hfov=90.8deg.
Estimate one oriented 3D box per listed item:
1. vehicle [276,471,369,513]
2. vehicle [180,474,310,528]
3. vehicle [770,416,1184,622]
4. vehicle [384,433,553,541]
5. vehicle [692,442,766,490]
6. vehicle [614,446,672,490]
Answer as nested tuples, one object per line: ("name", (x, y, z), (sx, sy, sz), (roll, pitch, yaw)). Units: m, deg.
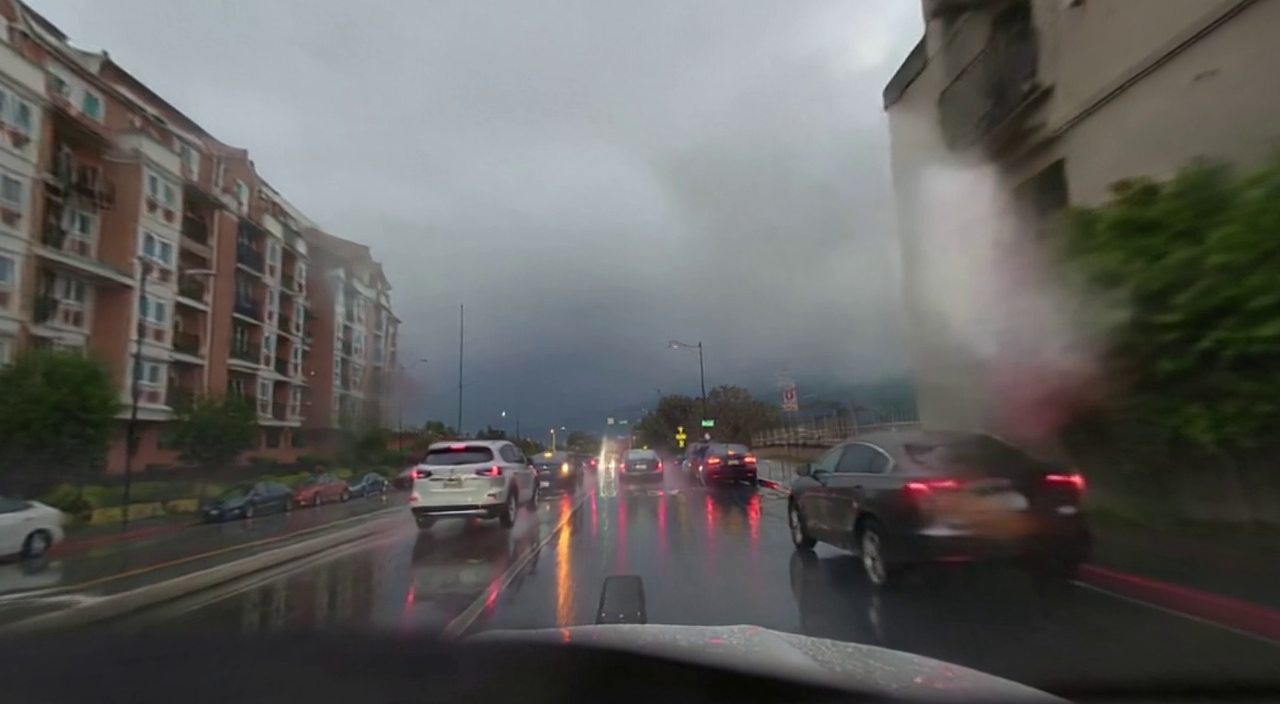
("vehicle", (-13.808, 6.103, 27.810), (1.752, 1.479, 4.575), (0, -8, 0))
("vehicle", (-13.929, 5.255, 22.649), (1.844, 1.499, 4.421), (0, -8, -1))
("vehicle", (3.035, 1.607, 7.175), (2.077, 1.532, 4.694), (0, -8, 0))
("vehicle", (-3.045, 2.483, 12.335), (2.065, 1.705, 4.353), (0, -8, 0))
("vehicle", (2.976, 3.922, 22.084), (1.933, 1.501, 4.349), (0, -8, 0))
("vehicle", (0.085, 4.306, 23.838), (2.026, 1.496, 3.701), (0, -8, -1))
